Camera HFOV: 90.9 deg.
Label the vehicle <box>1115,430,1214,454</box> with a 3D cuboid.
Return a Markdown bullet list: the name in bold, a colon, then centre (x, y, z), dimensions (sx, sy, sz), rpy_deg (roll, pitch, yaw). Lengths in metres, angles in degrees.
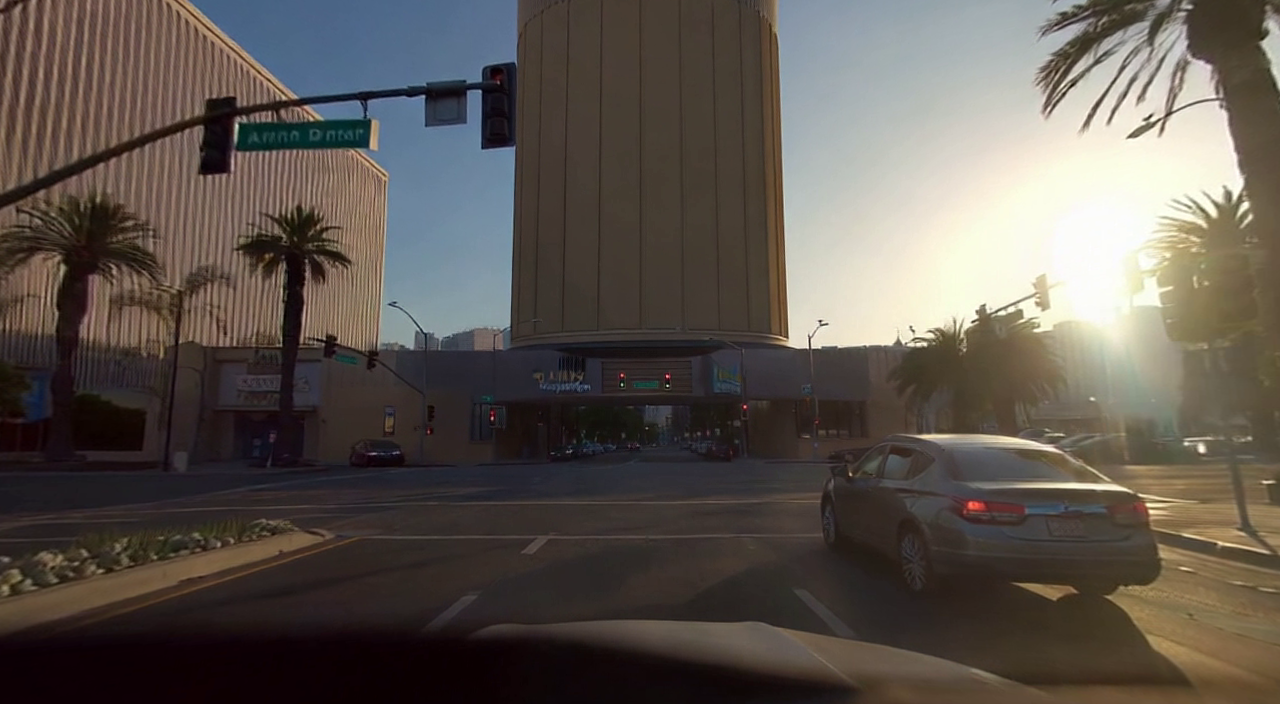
- **vehicle**: centre (33.357, 5.759, 40.178), dimensions (4.567, 1.458, 1.791), rpy_deg (0, -8, 2)

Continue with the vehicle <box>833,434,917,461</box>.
- **vehicle**: centre (15.205, 6.167, 40.863), dimensions (4.648, 1.665, 1.910), rpy_deg (0, -8, -1)

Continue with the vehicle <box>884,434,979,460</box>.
- **vehicle**: centre (17.087, 5.581, 37.133), dimensions (4.684, 1.461, 1.777), rpy_deg (0, -8, -1)

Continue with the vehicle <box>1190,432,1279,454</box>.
- **vehicle**: centre (42.295, 6.483, 44.878), dimensions (4.437, 1.469, 1.811), rpy_deg (0, -8, 0)

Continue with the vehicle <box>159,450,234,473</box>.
- **vehicle**: centre (-32.967, 8.117, 46.867), dimensions (4.136, 1.661, 1.857), rpy_deg (0, -8, 1)

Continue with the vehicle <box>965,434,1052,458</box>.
- **vehicle**: centre (23.703, 6.047, 40.604), dimensions (4.423, 1.465, 1.798), rpy_deg (0, -8, 1)

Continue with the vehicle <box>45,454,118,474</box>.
- **vehicle**: centre (-41.516, 8.326, 46.918), dimensions (3.698, 1.467, 1.779), rpy_deg (0, -8, 1)
